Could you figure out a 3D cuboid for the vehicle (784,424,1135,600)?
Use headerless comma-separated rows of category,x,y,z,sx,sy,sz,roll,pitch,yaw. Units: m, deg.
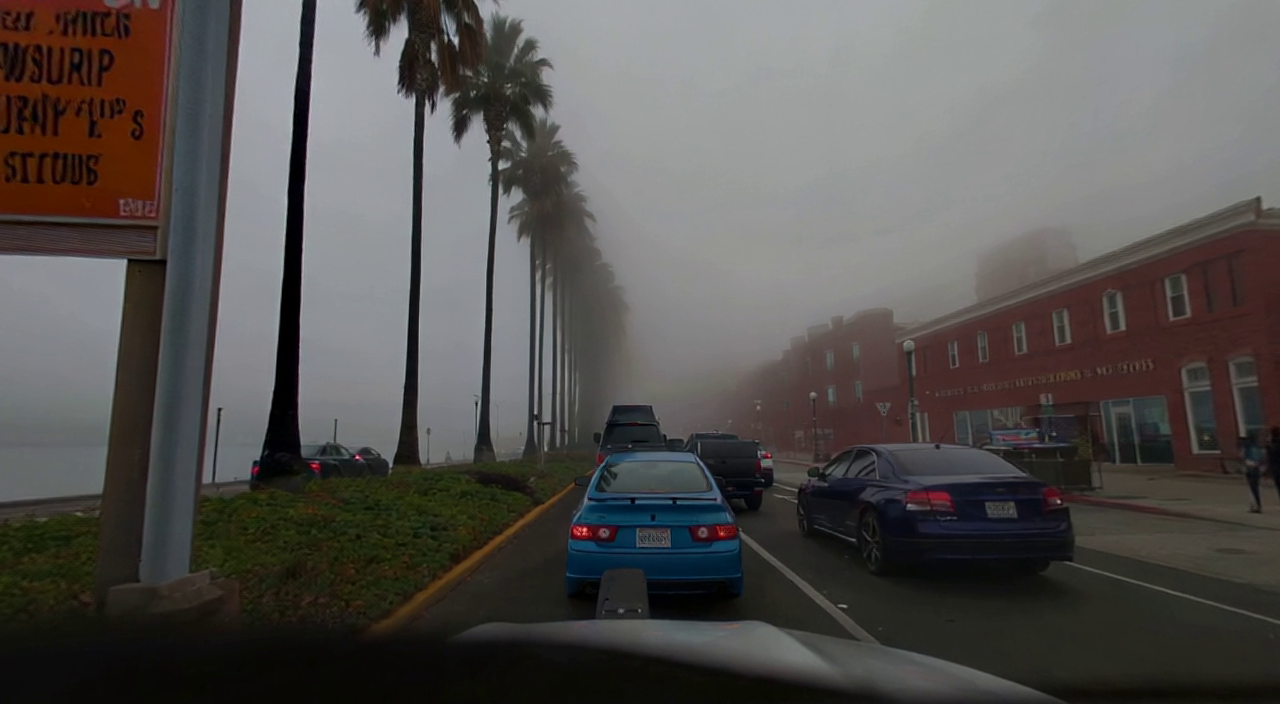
vehicle,3.271,1.716,7.718,1.920,1.490,4.417,0,-9,-1

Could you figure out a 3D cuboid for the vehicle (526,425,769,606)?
vehicle,0.059,1.668,7.248,2.048,1.503,3.681,0,-9,0

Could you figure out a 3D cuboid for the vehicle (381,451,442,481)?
vehicle,-14.960,7.475,41.701,2.104,1.802,4.852,0,-9,1
